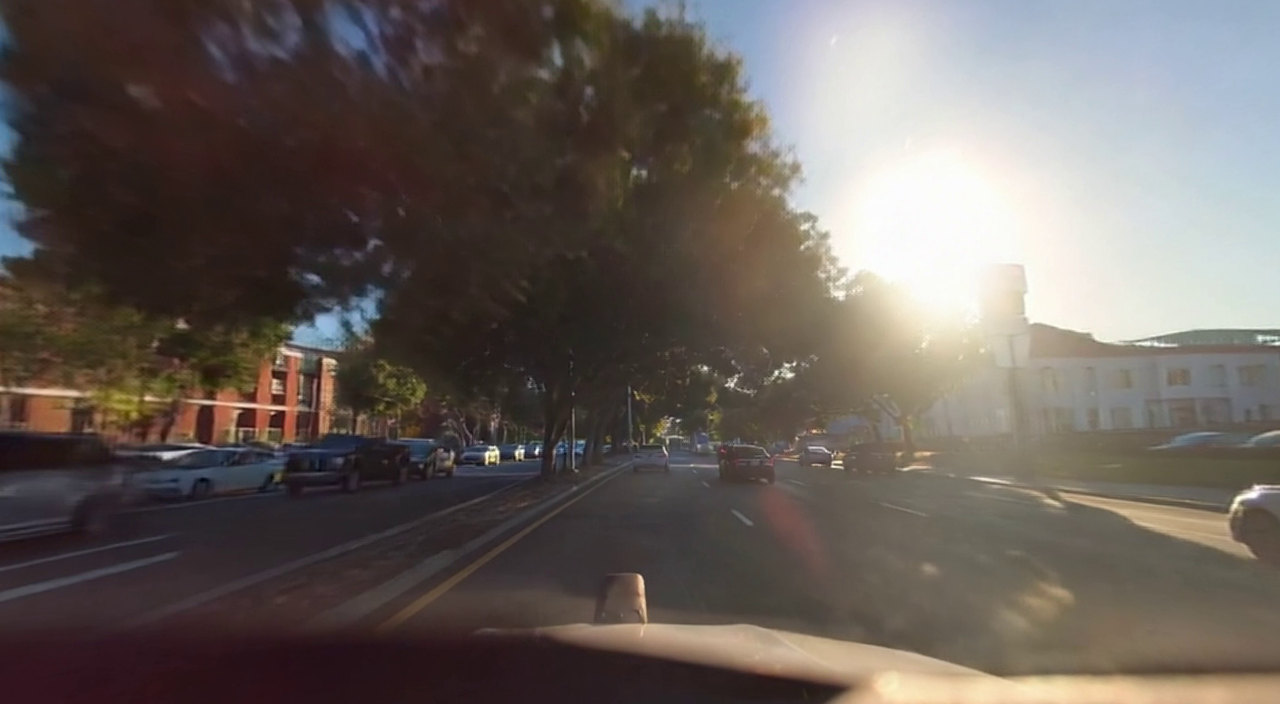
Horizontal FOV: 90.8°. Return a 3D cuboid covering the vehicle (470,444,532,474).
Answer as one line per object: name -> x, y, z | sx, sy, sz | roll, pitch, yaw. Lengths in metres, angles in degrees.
vehicle -> -7.291, 5.645, 33.663 | 1.992, 1.465, 4.458 | -1, -9, 4

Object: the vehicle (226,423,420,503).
vehicle -> -8.265, 2.972, 17.372 | 2.218, 1.819, 5.732 | 0, -9, 2

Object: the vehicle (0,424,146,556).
vehicle -> -8.767, 1.683, 7.410 | 1.920, 1.590, 5.041 | -2, -8, 0

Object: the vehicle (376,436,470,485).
vehicle -> -8.342, 4.213, 24.776 | 1.934, 1.713, 4.441 | 0, -9, 2

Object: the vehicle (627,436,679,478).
vehicle -> 0.619, 4.628, 28.036 | 2.101, 1.694, 3.979 | 0, -9, 3

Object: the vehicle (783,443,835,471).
vehicle -> 9.675, 6.020, 36.496 | 1.860, 1.475, 4.488 | 0, -9, 2

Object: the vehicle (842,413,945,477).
vehicle -> 12.619, 4.719, 32.068 | 2.790, 2.897, 6.326 | -1, -9, 3

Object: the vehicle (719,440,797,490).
vehicle -> 3.830, 3.713, 21.152 | 1.852, 1.498, 3.825 | 0, -9, 0
